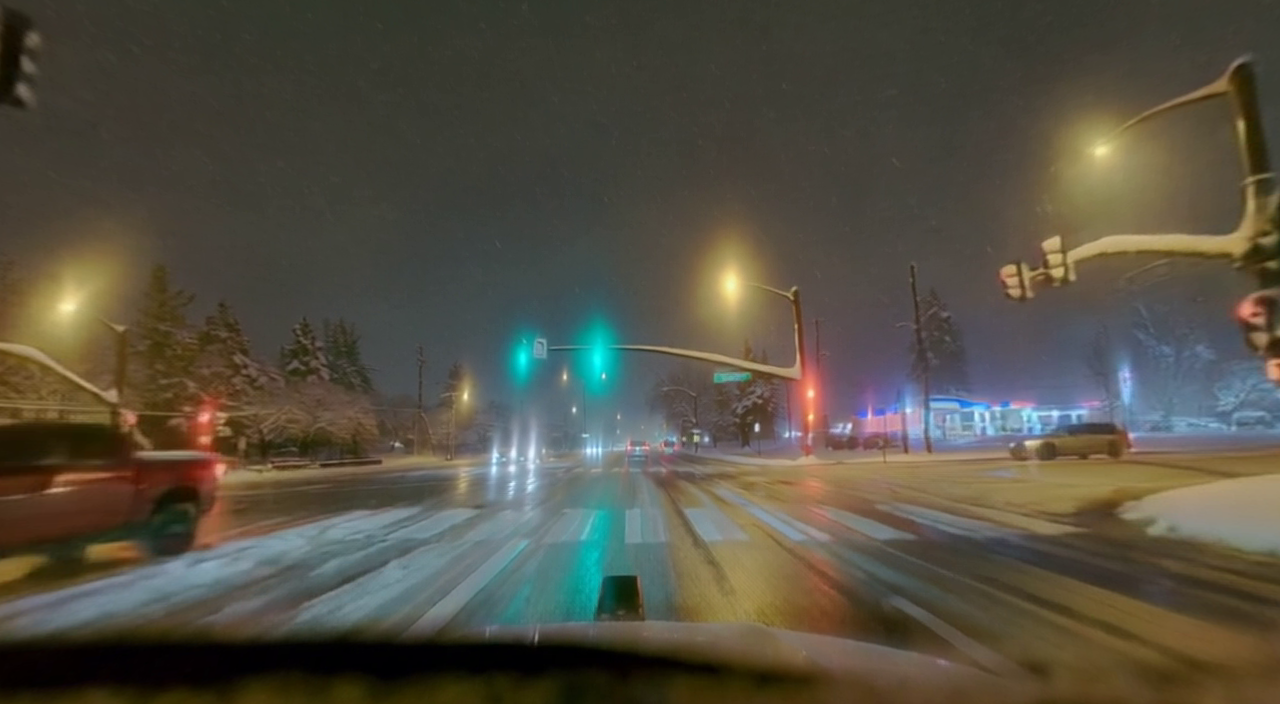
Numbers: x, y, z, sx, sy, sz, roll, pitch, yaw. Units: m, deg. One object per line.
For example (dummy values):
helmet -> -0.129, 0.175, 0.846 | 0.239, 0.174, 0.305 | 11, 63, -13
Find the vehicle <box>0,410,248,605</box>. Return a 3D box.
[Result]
vehicle -> -6.643, 1.553, 6.758 | 2.074, 1.692, 4.333 | 0, -8, 0

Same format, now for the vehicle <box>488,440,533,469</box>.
vehicle -> -8.516, 6.720, 41.876 | 1.946, 1.710, 5.043 | -2, -8, 0

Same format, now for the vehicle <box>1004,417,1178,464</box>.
vehicle -> 16.464, 3.264, 23.272 | 4.727, 1.585, 2.066 | -1, -8, 1
